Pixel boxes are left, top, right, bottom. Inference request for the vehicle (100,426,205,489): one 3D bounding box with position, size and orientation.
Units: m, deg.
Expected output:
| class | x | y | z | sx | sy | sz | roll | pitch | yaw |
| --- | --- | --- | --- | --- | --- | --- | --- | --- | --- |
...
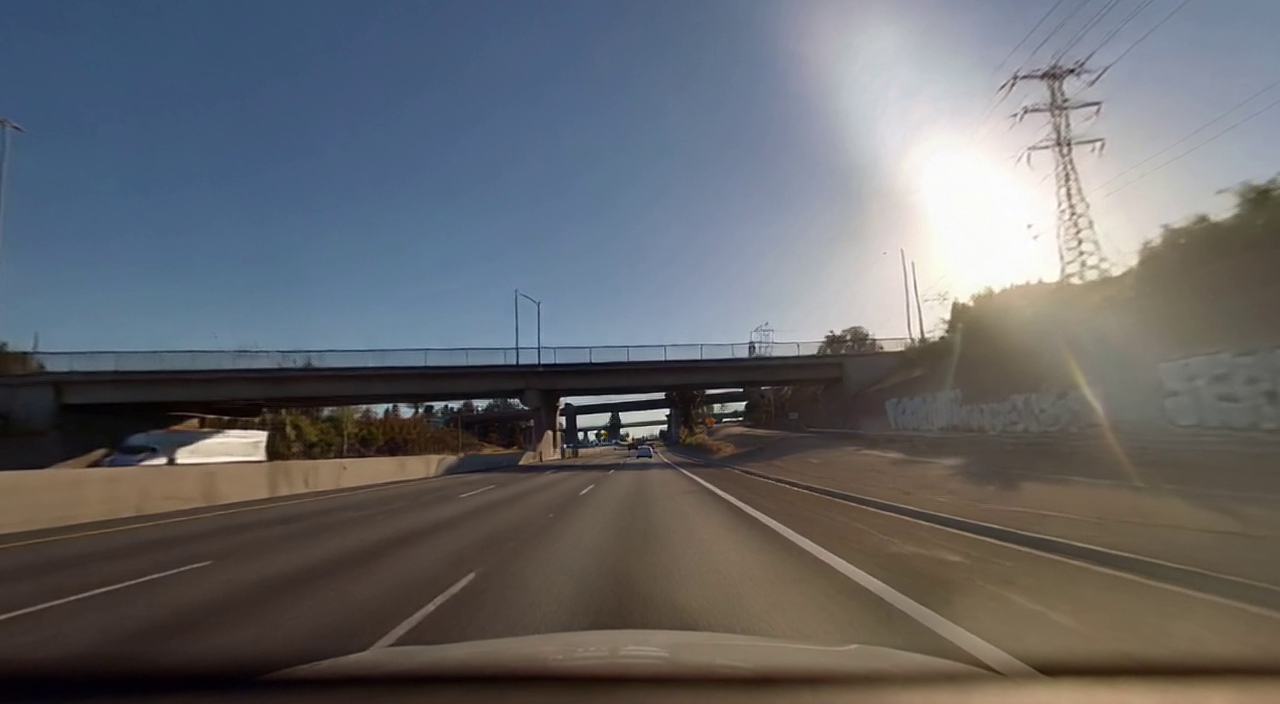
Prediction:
| class | x | y | z | sx | sy | sz | roll | pitch | yaw |
| --- | --- | --- | --- | --- | --- | --- | --- | --- | --- |
| vehicle | -33.281 | 7.190 | 43.330 | 2.901 | 3.943 | 6.001 | 1 | -9 | -9 |
